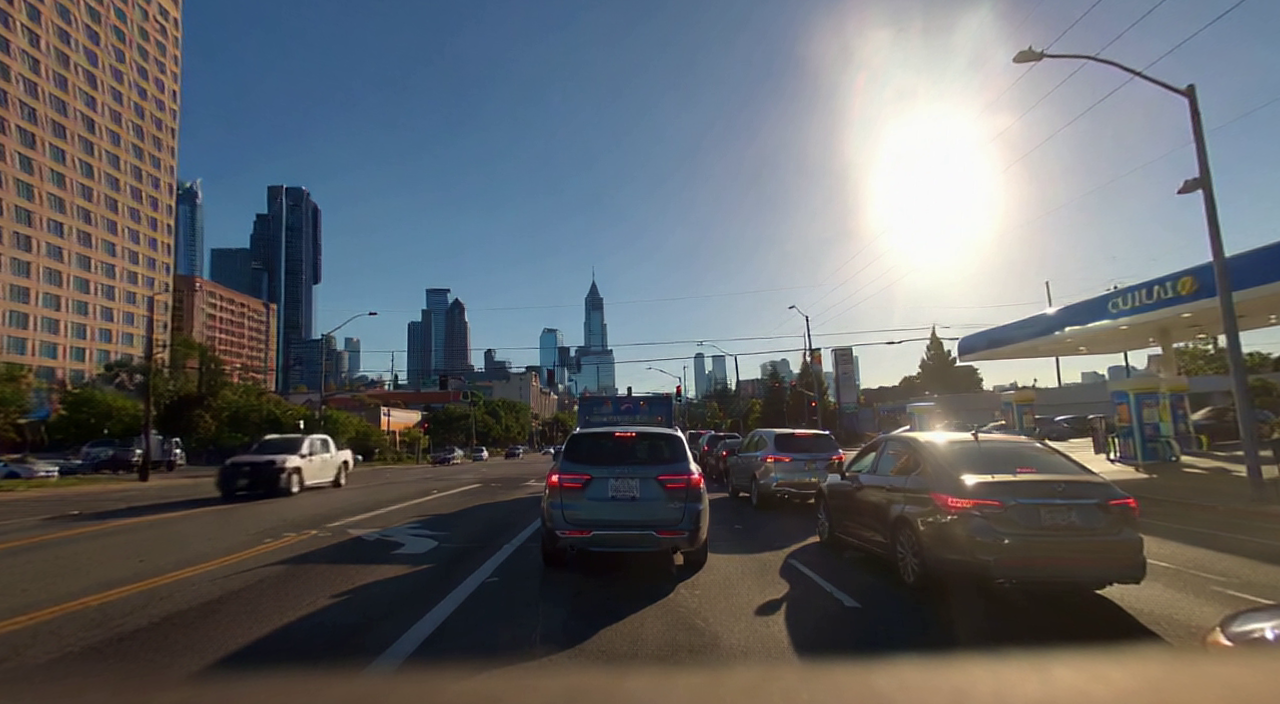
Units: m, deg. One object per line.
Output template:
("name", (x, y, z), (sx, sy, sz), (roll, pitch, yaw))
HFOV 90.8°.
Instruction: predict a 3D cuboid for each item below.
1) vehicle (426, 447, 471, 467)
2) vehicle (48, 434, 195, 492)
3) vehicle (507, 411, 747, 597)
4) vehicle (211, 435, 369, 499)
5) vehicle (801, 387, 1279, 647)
("vehicle", (-14.738, 8.080, 48.828), (2.011, 1.465, 4.528), (-1, -9, 1))
("vehicle", (-26.953, 5.769, 33.299), (2.571, 2.711, 6.027), (0, -9, -1))
("vehicle", (-0.156, 1.616, 7.492), (2.106, 1.613, 3.697), (0, -9, -1))
("vehicle", (-10.978, 3.637, 20.396), (2.190, 1.778, 5.033), (0, -9, 0))
("vehicle", (3.362, 1.419, 6.480), (2.056, 1.700, 4.399), (0, -9, -3))
